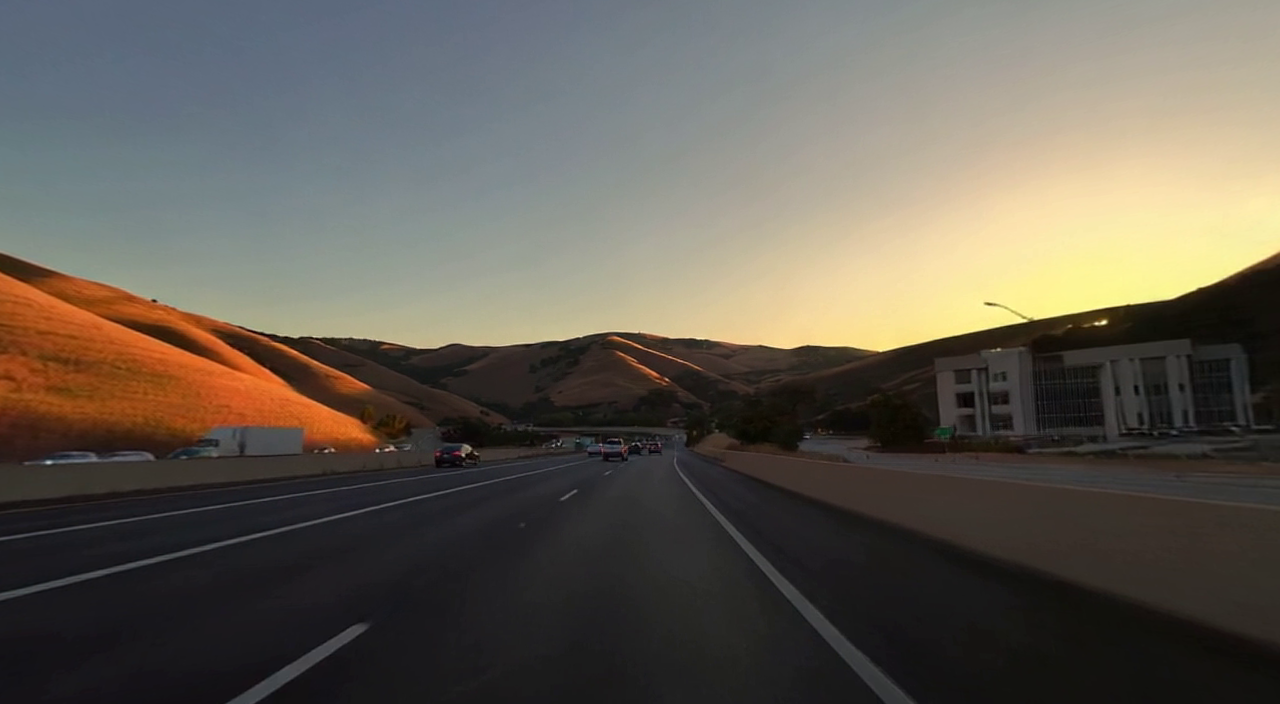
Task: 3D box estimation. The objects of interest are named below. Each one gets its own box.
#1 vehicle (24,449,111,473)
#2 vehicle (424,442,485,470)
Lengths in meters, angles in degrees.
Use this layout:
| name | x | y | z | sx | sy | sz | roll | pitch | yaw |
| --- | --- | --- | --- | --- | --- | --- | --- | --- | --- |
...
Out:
| name | x | y | z | sx | sy | sz | roll | pitch | yaw |
| --- | --- | --- | --- | --- | --- | --- | --- | --- | --- |
| vehicle | -37.961 | 7.203 | 41.967 | 1.648 | 1.429 | 4.280 | -1 | -8 | 2 |
| vehicle | -10.337 | 5.805 | 35.430 | 1.927 | 1.454 | 4.395 | -1 | -8 | 3 |
